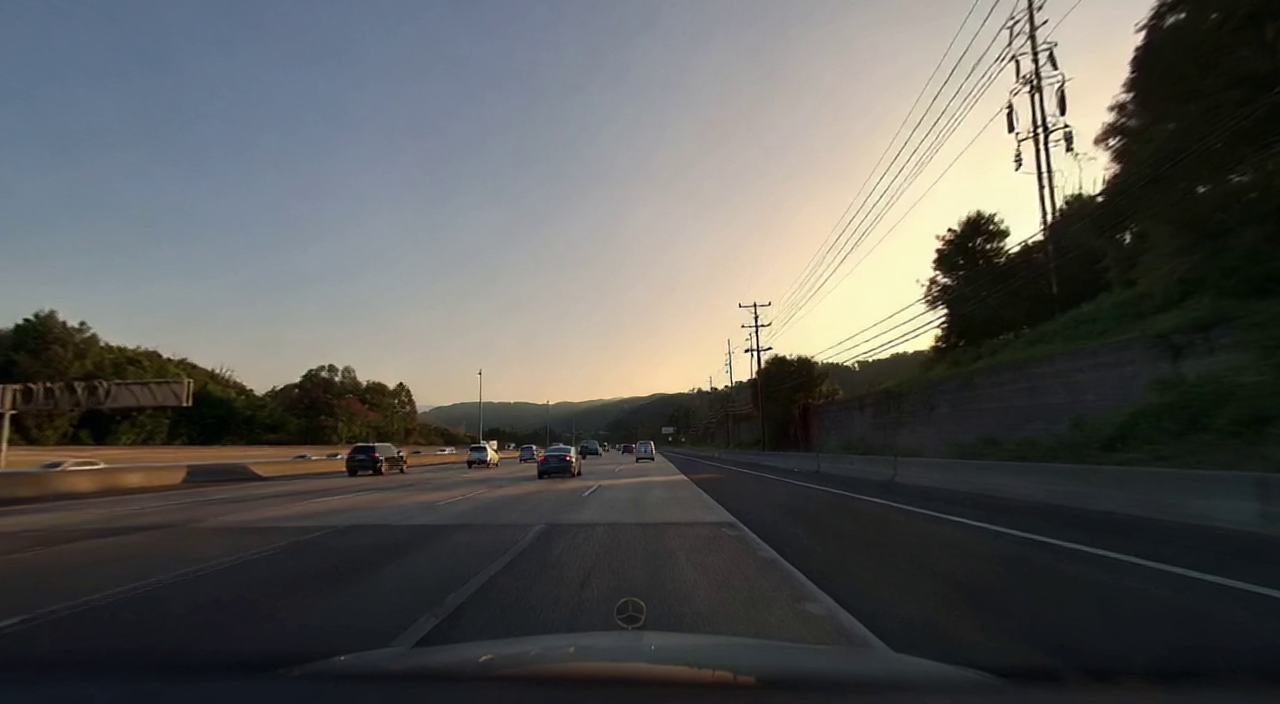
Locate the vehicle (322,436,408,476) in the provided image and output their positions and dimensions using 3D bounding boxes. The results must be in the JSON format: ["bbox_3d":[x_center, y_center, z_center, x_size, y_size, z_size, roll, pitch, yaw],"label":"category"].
[{"bbox_3d":[-14.259,5.423,33.088,2.172,1.946,5.017,0,-9,1],"label":"vehicle"}]

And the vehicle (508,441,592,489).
[{"bbox_3d":[-2.913,3.800,21.485,2.064,1.446,4.409,0,-9,2],"label":"vehicle"}]

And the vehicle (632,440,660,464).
[{"bbox_3d":[0.389,7.546,47.798,2.001,1.732,4.823,0,-9,-1],"label":"vehicle"}]

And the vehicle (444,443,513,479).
[{"bbox_3d":[-7.157,4.846,28.344,1.899,1.472,4.202,0,-9,1],"label":"vehicle"}]

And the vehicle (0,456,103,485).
[{"bbox_3d":[-31.676,6.346,34.059,1.760,1.424,4.051,0,-9,0],"label":"vehicle"}]
